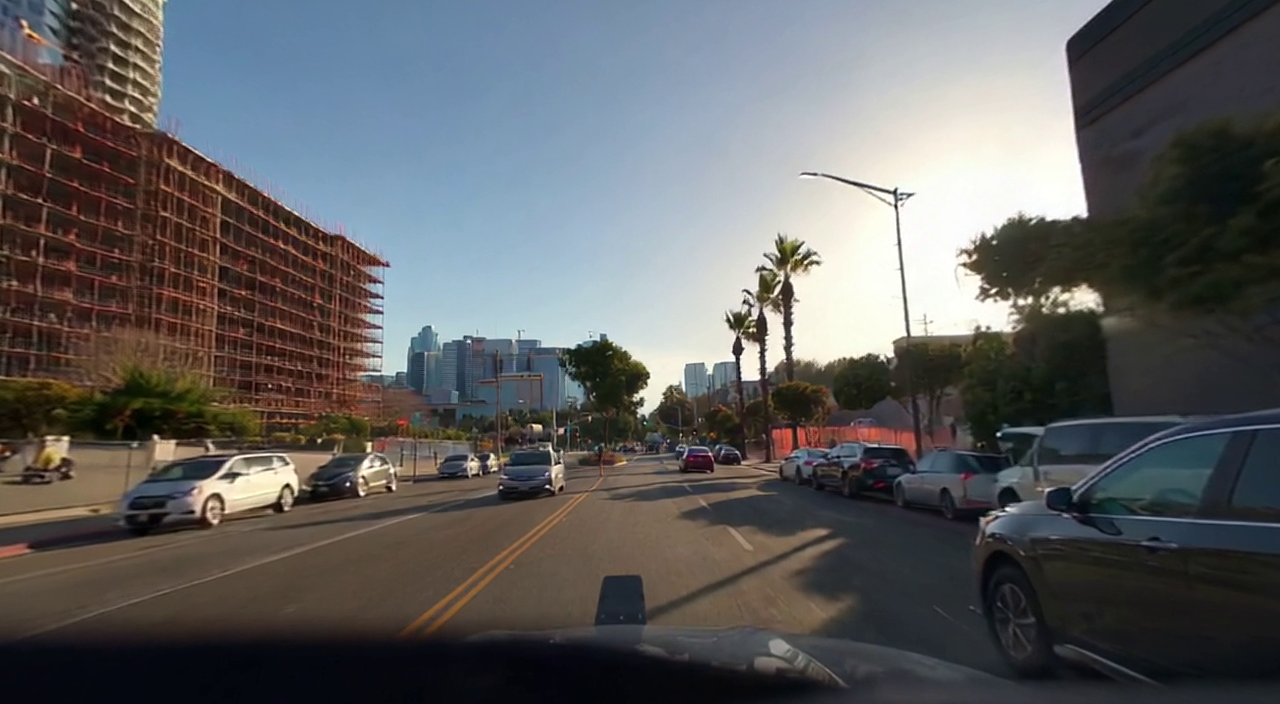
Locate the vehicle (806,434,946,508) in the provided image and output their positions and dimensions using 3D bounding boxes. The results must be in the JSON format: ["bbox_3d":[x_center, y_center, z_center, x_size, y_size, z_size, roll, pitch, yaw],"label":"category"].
[{"bbox_3d":[6.325,3.202,17.583,1.981,1.768,4.405,0,-8,-3],"label":"vehicle"}]

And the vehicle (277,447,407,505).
[{"bbox_3d":[-9.736,4.038,21.204,1.951,1.644,4.987,0,-8,0],"label":"vehicle"}]

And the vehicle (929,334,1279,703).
[{"bbox_3d":[3.121,0.827,2.388,1.953,1.687,4.344,0,-8,0],"label":"vehicle"}]

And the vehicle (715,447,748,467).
[{"bbox_3d":[6.865,7.880,47.618,1.819,1.435,4.337,0,-8,0],"label":"vehicle"}]

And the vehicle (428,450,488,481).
[{"bbox_3d":[-9.583,6.007,33.655,1.826,1.445,4.325,0,-8,2],"label":"vehicle"}]

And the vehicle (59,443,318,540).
[{"bbox_3d":[-9.698,2.959,14.318,2.051,1.762,5.059,0,-8,1],"label":"vehicle"}]

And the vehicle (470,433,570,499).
[{"bbox_3d":[-3.403,3.314,18.809,2.096,1.716,4.300,0,-8,1],"label":"vehicle"}]

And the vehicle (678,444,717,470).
[{"bbox_3d":[3.481,6.382,38.783,1.999,1.487,3.939,0,-8,0],"label":"vehicle"}]
